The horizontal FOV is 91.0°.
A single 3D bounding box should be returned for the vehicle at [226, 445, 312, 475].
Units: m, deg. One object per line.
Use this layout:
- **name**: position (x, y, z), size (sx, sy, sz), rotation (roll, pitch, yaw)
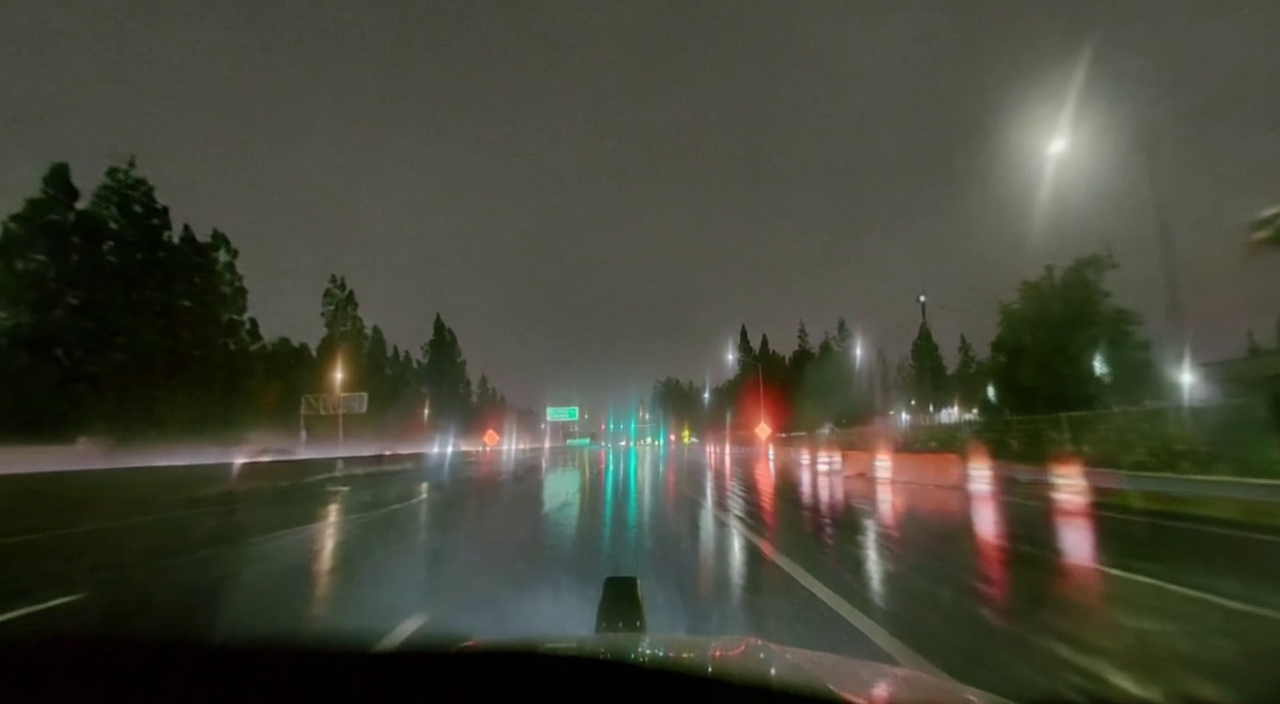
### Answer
- **vehicle**: position (-20.428, 5.932, 34.945), size (1.998, 1.543, 4.777), rotation (1, -9, -3)
